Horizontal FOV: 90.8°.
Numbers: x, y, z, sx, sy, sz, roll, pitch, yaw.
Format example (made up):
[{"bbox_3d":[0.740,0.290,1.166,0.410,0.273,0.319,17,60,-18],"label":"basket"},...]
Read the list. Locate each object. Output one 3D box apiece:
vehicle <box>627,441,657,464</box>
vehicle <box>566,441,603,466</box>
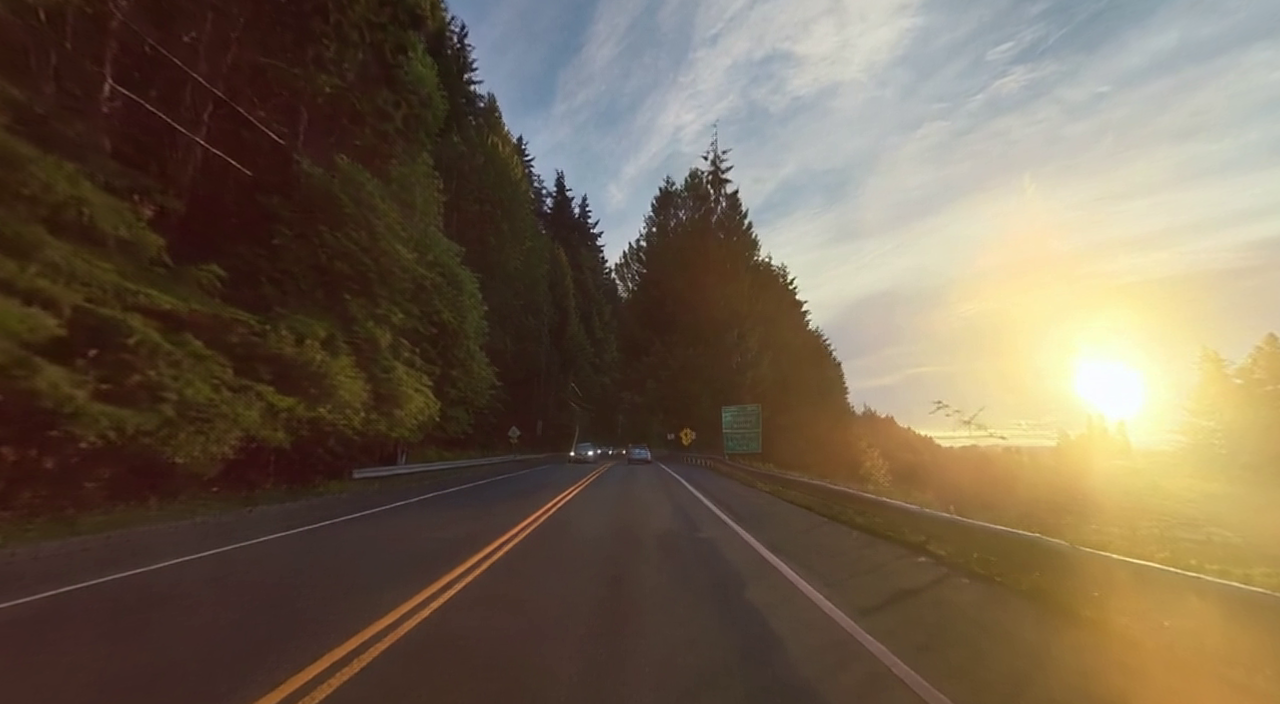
[{"bbox_3d":[0.121,7.114,44.821,2.067,1.486,3.861,0,-9,0],"label":"vehicle"},{"bbox_3d":[-3.668,6.814,42.557,1.987,1.526,4.205,0,-9,2],"label":"vehicle"}]
